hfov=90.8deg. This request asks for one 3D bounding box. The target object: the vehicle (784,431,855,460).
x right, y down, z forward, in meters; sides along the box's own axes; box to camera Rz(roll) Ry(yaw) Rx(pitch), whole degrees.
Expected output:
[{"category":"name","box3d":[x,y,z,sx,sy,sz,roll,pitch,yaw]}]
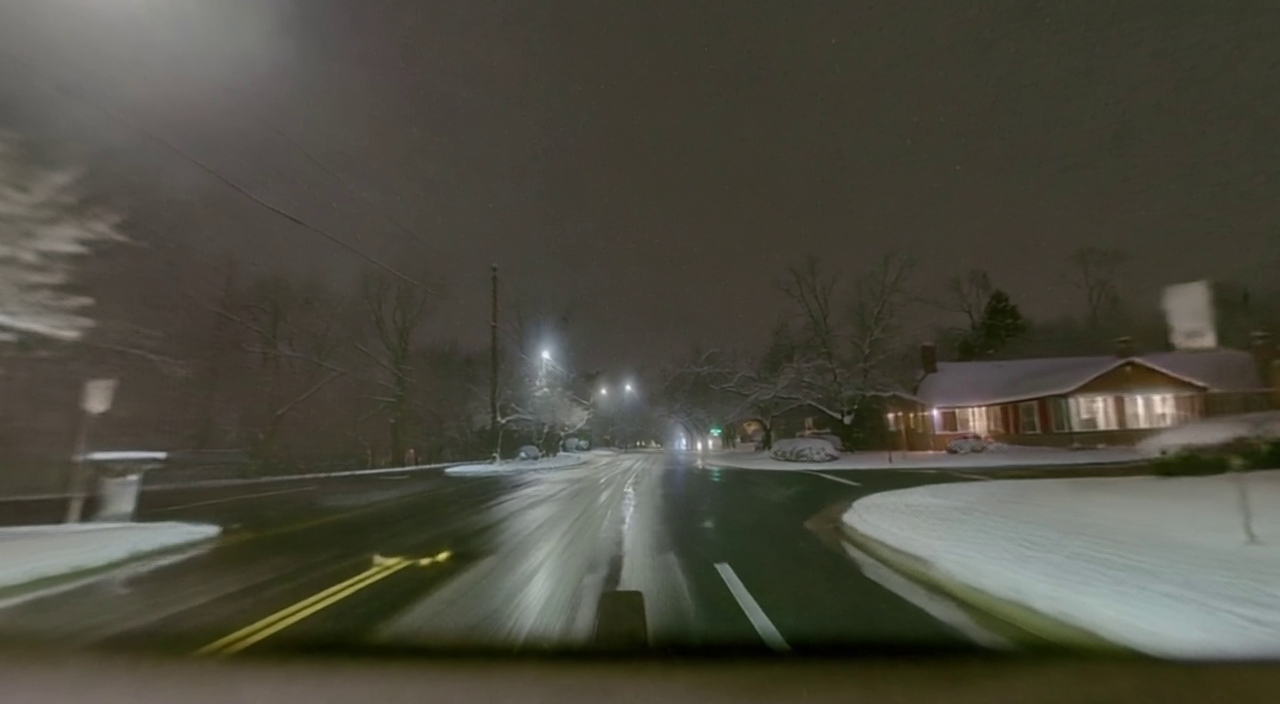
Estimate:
[{"category":"vehicle","box3d":[11.882,6.207,42.111,2.199,1.661,4.495,5,-7,-23]}]

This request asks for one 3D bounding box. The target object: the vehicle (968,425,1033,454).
[{"category":"vehicle","box3d":[20.707,4.981,36.221,4.241,1.560,1.979,6,-10,-43]}]
